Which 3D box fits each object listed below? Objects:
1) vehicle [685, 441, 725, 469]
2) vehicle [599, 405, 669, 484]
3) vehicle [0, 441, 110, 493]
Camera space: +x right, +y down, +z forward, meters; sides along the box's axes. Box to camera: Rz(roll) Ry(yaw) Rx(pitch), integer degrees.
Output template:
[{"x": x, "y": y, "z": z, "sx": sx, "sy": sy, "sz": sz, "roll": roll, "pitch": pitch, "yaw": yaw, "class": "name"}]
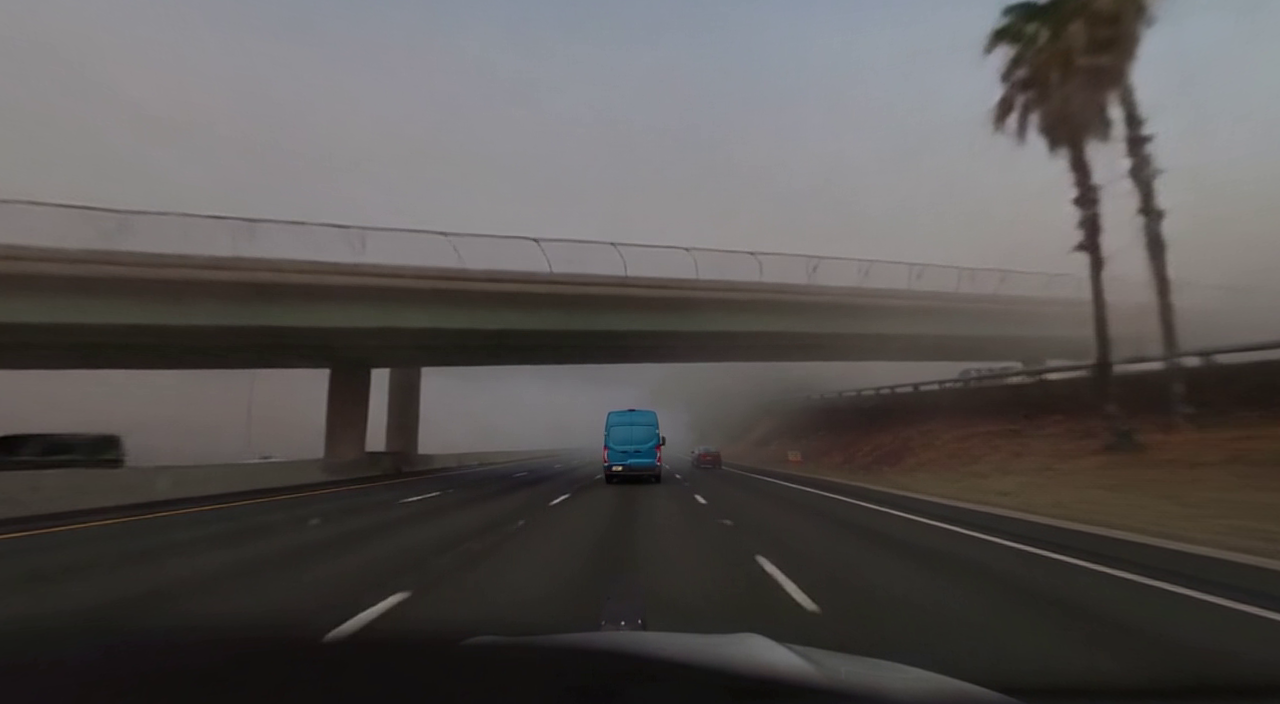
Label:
[{"x": 3.924, "y": 6.269, "z": 38.377, "sx": 1.987, "sy": 1.648, "sz": 3.984, "roll": 0, "pitch": -9, "yaw": 0, "class": "vehicle"}, {"x": -0.089, "y": 3.683, "z": 25.056, "sx": 2.476, "sy": 2.776, "sz": 5.598, "roll": -1, "pitch": -9, "yaw": 3, "class": "vehicle"}, {"x": -24.670, "y": 4.465, "z": 24.629, "sx": 2.399, "sy": 1.870, "sz": 5.968, "roll": 0, "pitch": -9, "yaw": 2, "class": "vehicle"}]
